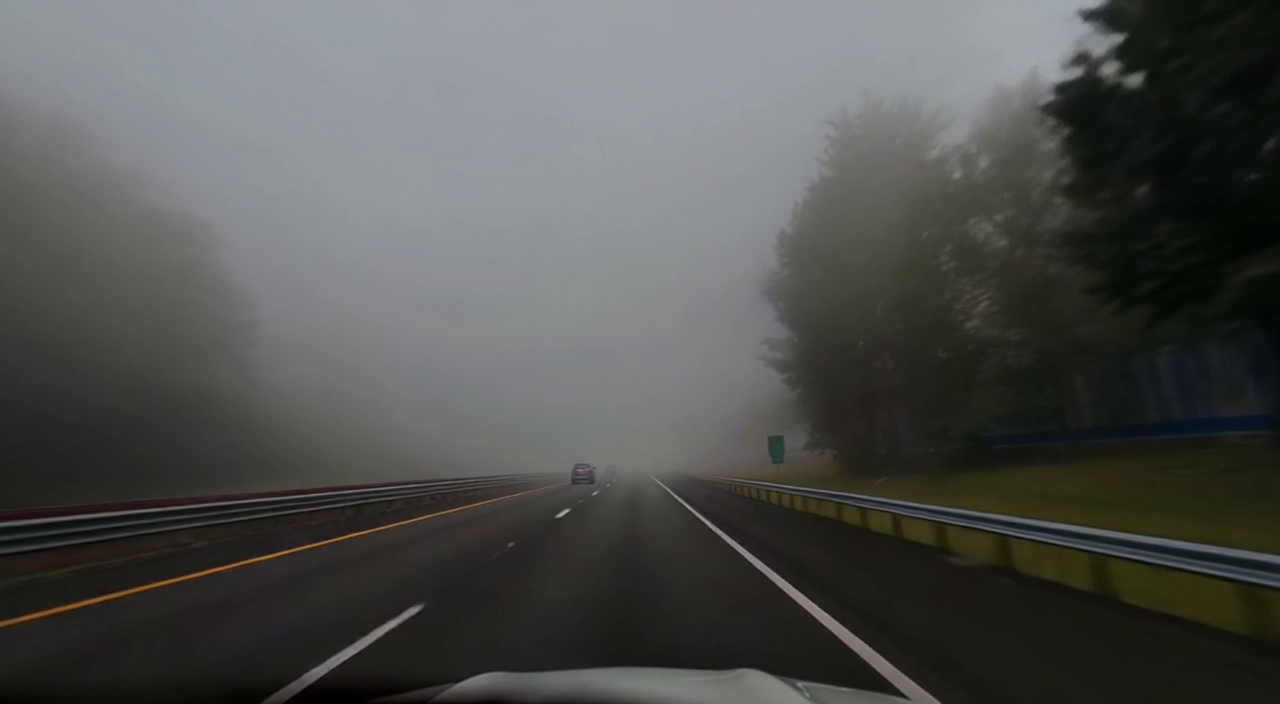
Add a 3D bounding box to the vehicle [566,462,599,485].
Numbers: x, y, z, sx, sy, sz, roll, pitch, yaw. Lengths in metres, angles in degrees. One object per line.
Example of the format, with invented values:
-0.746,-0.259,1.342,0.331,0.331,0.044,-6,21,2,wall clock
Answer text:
-4.053,8.657,44.834,1.985,1.515,3.839,1,-11,0,vehicle
